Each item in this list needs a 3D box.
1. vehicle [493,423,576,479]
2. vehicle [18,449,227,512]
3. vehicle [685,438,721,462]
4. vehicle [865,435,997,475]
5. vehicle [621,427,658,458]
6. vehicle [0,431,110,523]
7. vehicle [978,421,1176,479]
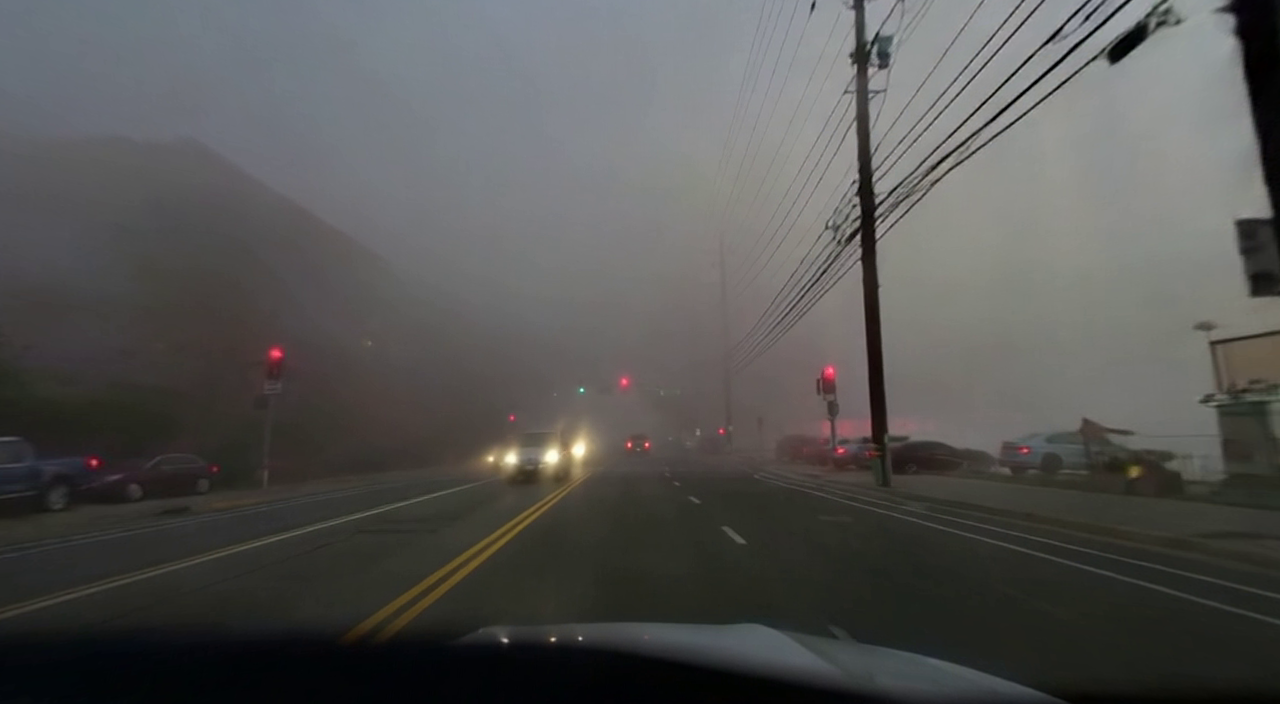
[{"bbox_3d":[-3.912,3.820,24.557,2.277,1.904,5.583,0,-8,0],"label":"vehicle"},{"bbox_3d":[-14.295,3.521,17.897,1.960,1.503,4.505,-1,-9,3],"label":"vehicle"},{"bbox_3d":[4.158,6.599,42.606,1.926,1.482,4.442,0,-8,0],"label":"vehicle"},{"bbox_3d":[11.327,4.044,24.854,4.238,1.464,1.862,-1,-9,2],"label":"vehicle"},{"bbox_3d":[-0.004,7.170,49.873,2.683,2.295,6.404,0,-8,1],"label":"vehicle"},{"bbox_3d":[-13.875,2.535,12.790,2.044,1.830,4.800,-1,-8,1],"label":"vehicle"},{"bbox_3d":[15.011,3.383,21.937,5.307,1.877,2.052,0,-8,-1],"label":"vehicle"}]
